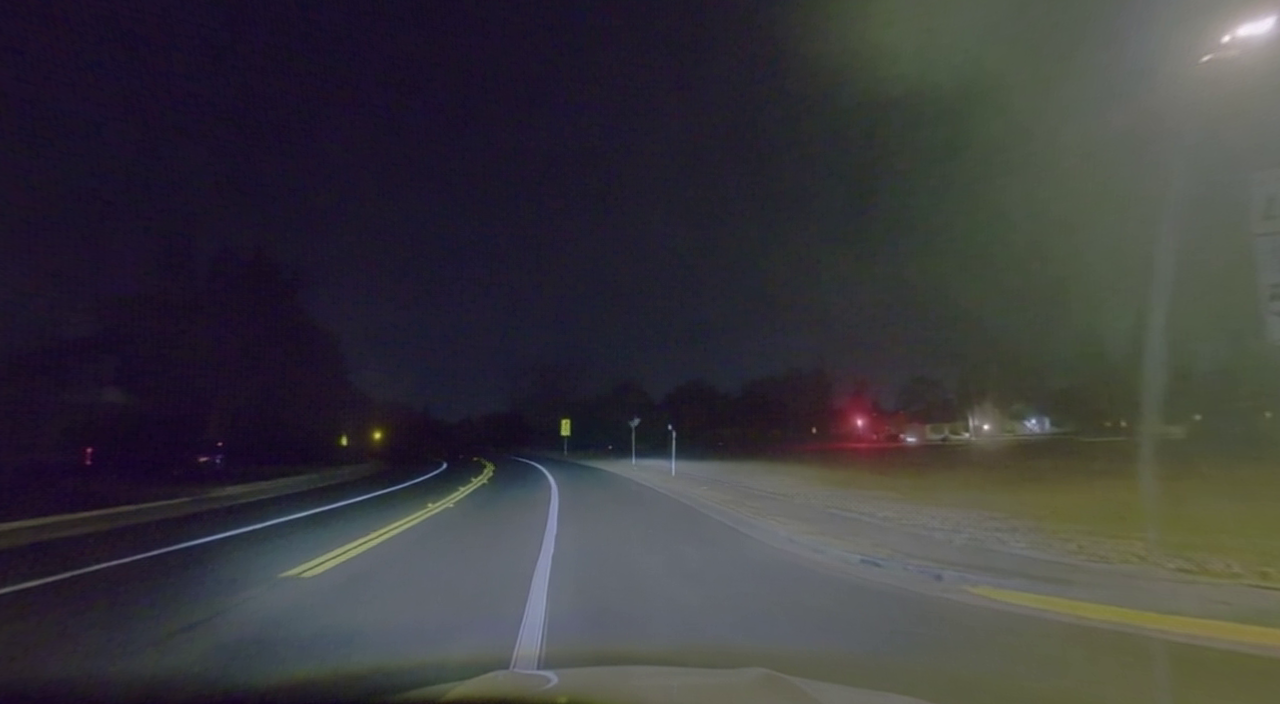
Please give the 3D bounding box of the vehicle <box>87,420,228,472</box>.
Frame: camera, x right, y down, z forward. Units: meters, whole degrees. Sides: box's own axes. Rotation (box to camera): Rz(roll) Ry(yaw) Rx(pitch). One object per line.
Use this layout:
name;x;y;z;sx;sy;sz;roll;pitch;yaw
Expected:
vehicle;-19.764;3.860;25.860;4.699;1.996;2.116;-3;-9;17
